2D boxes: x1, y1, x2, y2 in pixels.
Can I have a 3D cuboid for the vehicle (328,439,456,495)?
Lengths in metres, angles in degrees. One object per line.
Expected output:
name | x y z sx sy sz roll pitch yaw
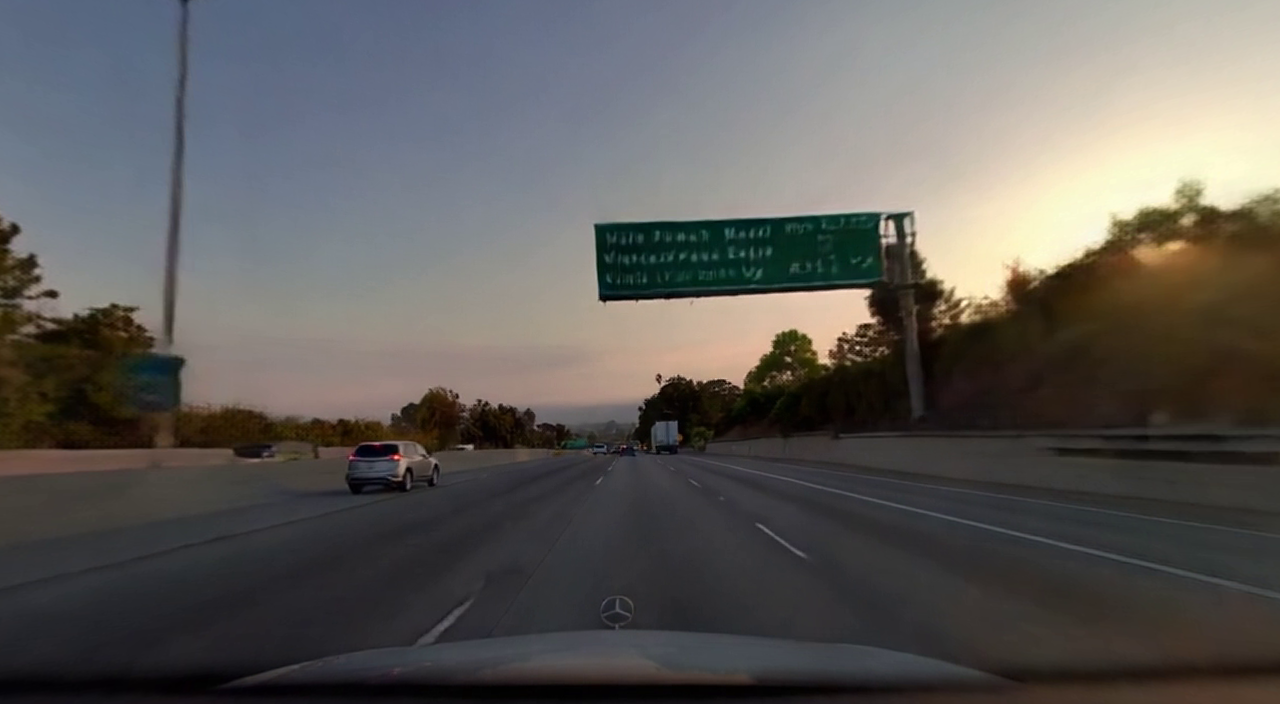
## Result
vehicle | -7.273 3.407 19.123 2.033 1.494 4.508 0 -9 0
